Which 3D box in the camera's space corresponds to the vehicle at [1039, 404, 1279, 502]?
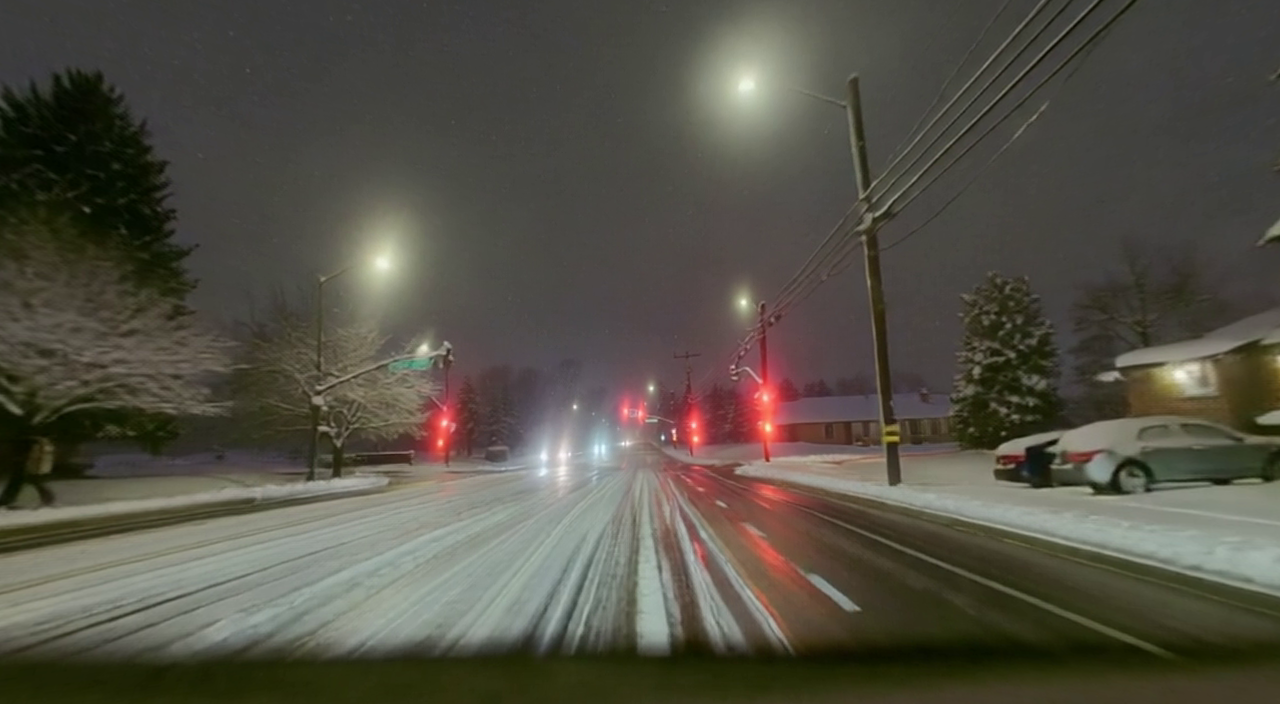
[{"bbox_3d":[10.835,1.984,12.576,4.423,1.779,1.883,0,-8,1],"label":"vehicle"}]
